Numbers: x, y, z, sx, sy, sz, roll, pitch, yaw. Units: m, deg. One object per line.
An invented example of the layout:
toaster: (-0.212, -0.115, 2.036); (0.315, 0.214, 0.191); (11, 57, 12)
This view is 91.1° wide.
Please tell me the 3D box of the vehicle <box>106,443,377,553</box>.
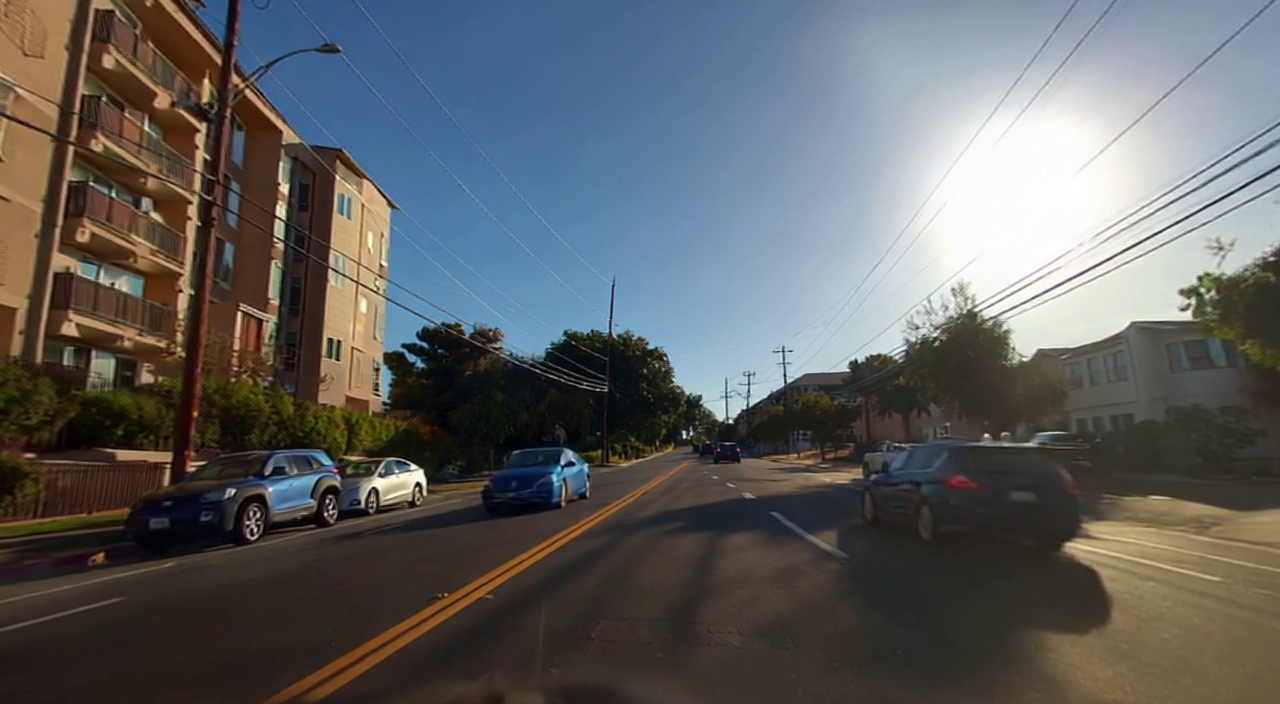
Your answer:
vehicle: (-7.750, 2.822, 13.014); (2.381, 1.825, 4.652); (-1, -8, 3)

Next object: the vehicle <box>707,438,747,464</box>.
vehicle: (6.130, 7.056, 45.015); (2.306, 1.719, 4.805); (0, -8, 2)

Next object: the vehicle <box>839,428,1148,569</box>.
vehicle: (4.562, 1.926, 9.120); (2.052, 1.506, 4.432); (-1, -8, 3)

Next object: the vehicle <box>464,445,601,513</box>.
vehicle: (-2.470, 3.068, 15.806); (2.155, 1.436, 4.501); (-1, -8, 7)
